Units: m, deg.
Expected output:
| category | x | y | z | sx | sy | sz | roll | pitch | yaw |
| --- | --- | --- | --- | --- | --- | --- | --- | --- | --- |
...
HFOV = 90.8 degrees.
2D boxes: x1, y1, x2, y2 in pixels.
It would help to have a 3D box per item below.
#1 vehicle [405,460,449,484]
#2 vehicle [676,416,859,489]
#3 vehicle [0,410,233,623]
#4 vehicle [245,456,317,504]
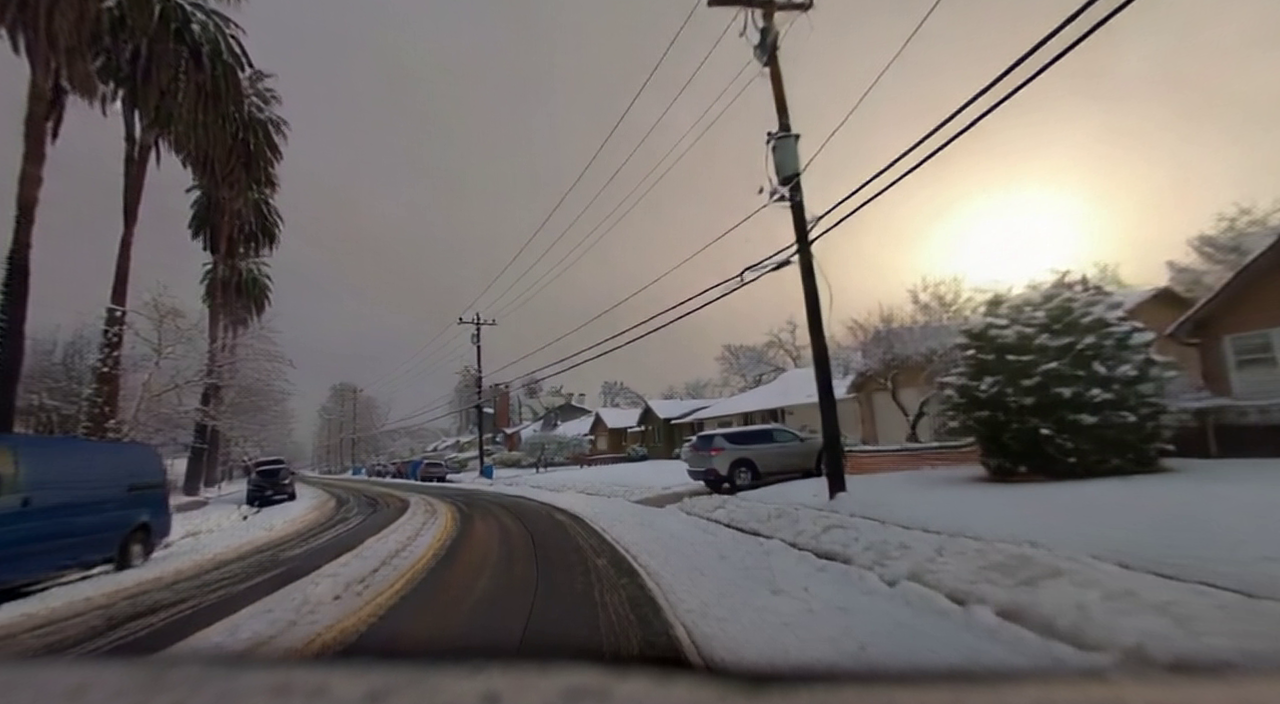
| category | x | y | z | sx | sy | sz | roll | pitch | yaw |
| --- | --- | --- | --- | --- | --- | --- | --- | --- | --- |
| vehicle | -14.669 | 8.196 | 43.433 | 1.870 | 1.490 | 3.802 | 5 | -10 | -33 |
| vehicle | 3.991 | 3.150 | 20.059 | 5.102 | 2.040 | 2.472 | 3 | -9 | -21 |
| vehicle | -8.028 | 2.026 | 7.949 | 2.552 | 2.134 | 6.076 | -2 | -10 | -9 |
| vehicle | -15.546 | 5.534 | 27.365 | 2.410 | 1.790 | 4.699 | 4 | -12 | -30 |
